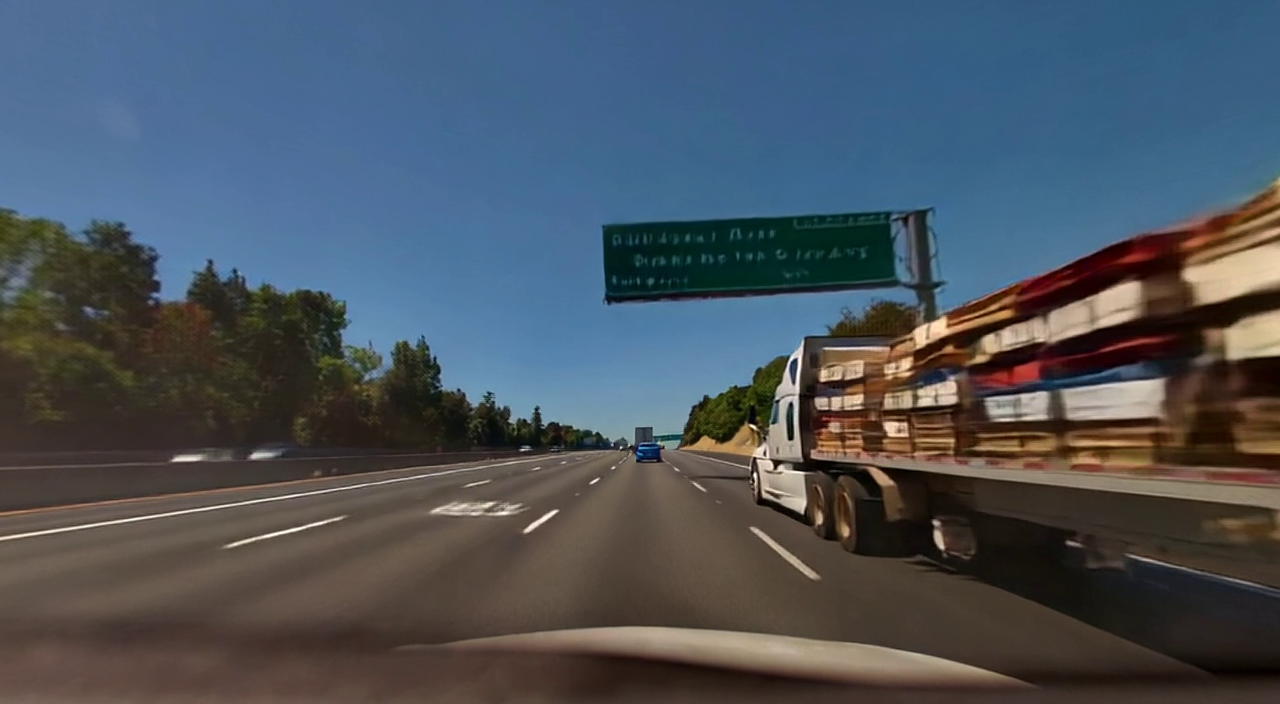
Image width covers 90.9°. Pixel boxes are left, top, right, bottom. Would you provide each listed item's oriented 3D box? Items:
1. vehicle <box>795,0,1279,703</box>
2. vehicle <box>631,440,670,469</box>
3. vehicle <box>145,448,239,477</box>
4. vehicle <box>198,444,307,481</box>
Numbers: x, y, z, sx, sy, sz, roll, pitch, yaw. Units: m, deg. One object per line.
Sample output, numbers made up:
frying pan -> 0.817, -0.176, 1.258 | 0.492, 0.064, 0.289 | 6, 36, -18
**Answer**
vehicle -> 4.112, 0.010, 1.781 | 2.917, 3.179, 18.723 | 0, -8, 1
vehicle -> 0.562, 5.725, 35.354 | 2.042, 1.528, 4.300 | 0, -8, 0
vehicle -> -25.059, 6.175, 35.507 | 1.890, 1.515, 4.485 | 0, -8, 1
vehicle -> -17.149, 4.887, 28.262 | 1.867, 1.475, 4.682 | 0, -8, 1
